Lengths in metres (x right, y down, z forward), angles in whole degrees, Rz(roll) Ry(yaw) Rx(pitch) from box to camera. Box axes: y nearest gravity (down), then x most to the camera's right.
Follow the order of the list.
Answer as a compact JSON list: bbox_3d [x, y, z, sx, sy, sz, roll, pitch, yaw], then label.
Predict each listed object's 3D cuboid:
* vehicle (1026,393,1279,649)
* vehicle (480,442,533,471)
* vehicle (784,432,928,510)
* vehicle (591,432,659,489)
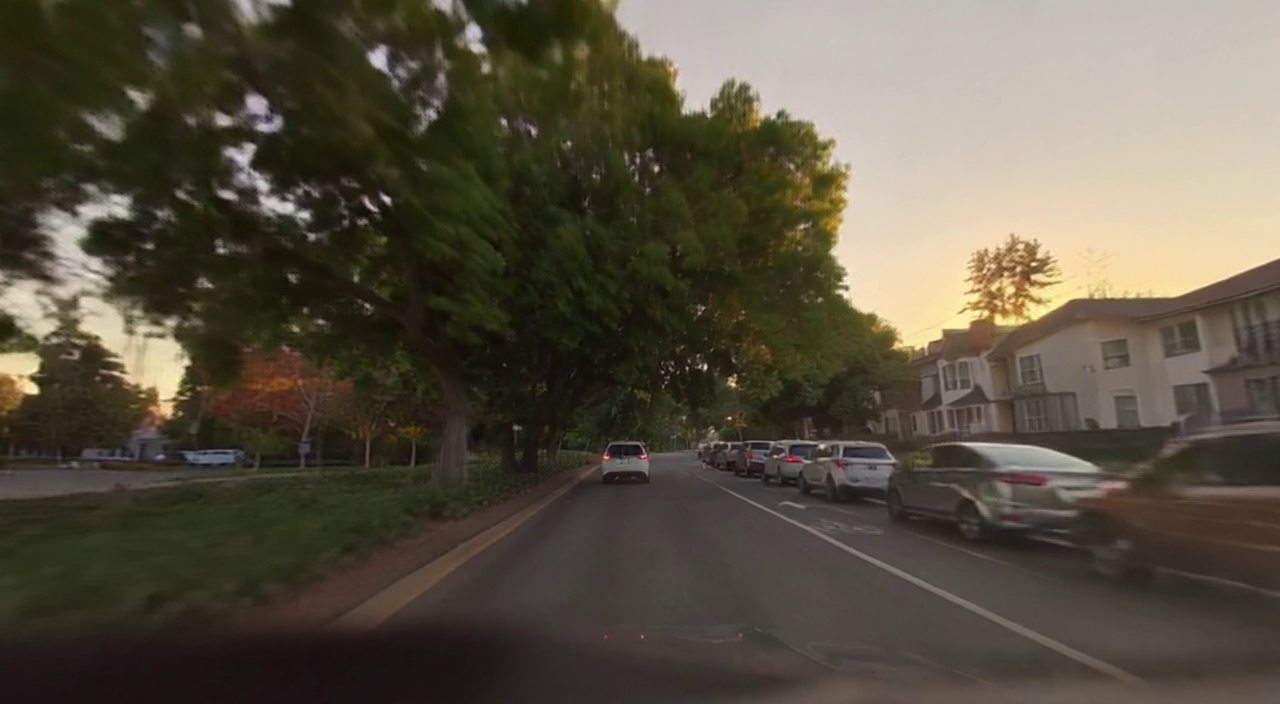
[{"bbox_3d":[5.690,1.250,4.839,2.233,1.811,4.922,0,-9,-1],"label":"vehicle"},{"bbox_3d":[-7.359,5.798,35.295,2.105,1.474,4.808,0,-8,-3],"label":"vehicle"},{"bbox_3d":[5.367,3.007,16.467,2.018,1.708,4.541,0,-9,-2],"label":"vehicle"},{"bbox_3d":[-0.507,3.626,21.417,2.070,1.698,3.925,0,-8,-1],"label":"vehicle"}]
